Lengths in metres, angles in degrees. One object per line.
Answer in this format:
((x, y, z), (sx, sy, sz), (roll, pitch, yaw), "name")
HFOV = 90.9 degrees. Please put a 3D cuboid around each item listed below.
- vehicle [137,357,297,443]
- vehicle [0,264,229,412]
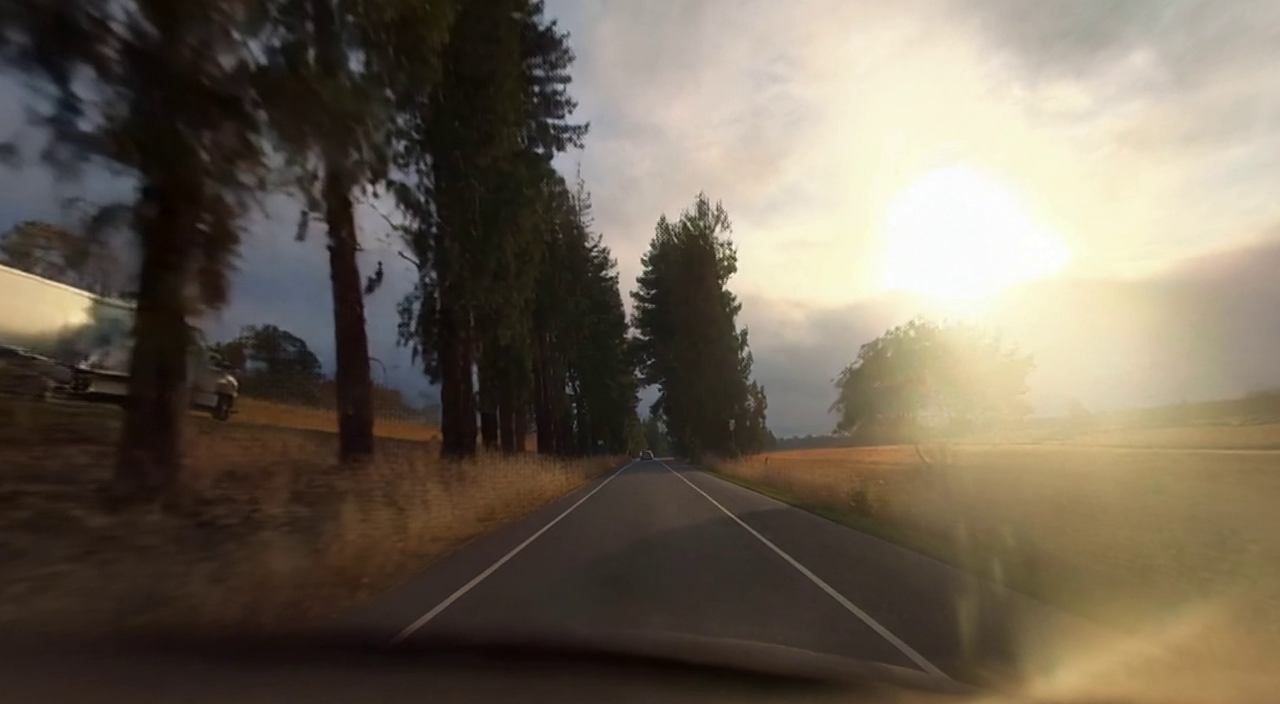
((-23.894, 2.879, 36.458), (3.022, 4.324, 8.607), (-1, -6, 2), "vehicle")
((-24.807, -0.417, 26.363), (3.314, 4.163, 16.558), (-1, -11, 3), "vehicle")
